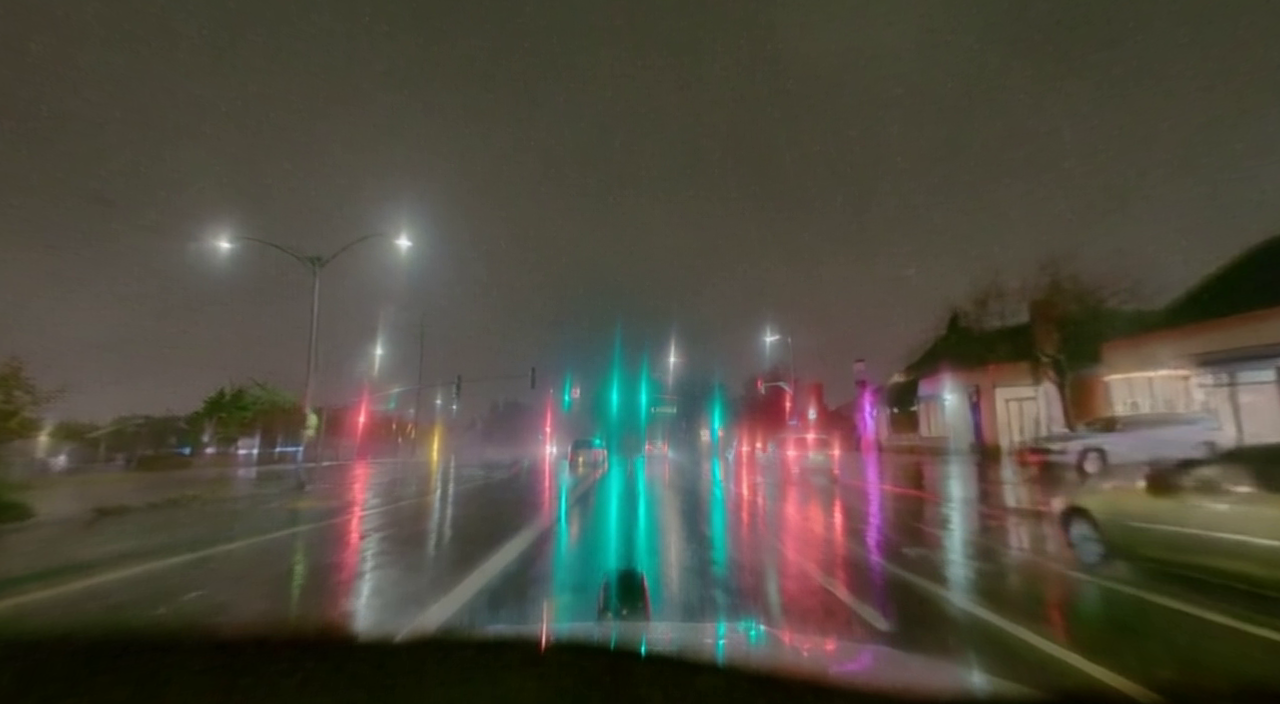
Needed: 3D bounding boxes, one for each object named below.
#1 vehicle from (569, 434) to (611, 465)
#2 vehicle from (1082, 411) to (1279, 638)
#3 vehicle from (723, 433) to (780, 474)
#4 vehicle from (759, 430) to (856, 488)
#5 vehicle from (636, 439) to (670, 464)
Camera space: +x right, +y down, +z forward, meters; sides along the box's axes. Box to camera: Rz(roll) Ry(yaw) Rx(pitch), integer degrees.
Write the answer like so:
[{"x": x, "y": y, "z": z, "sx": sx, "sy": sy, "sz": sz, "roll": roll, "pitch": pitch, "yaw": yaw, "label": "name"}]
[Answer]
[{"x": -3.019, "y": 6.007, "z": 38.882, "sx": 2.150, "sy": 1.779, "sz": 4.423, "roll": 0, "pitch": -8, "yaw": 1, "label": "vehicle"}, {"x": 5.753, "y": 1.295, "z": 4.781, "sx": 1.955, "sy": 1.679, "sz": 3.890, "roll": 0, "pitch": -7, "yaw": 0, "label": "vehicle"}, {"x": 5.867, "y": 5.361, "z": 33.894, "sx": 2.112, "sy": 1.966, "sz": 4.642, "roll": 0, "pitch": -7, "yaw": -1, "label": "vehicle"}, {"x": 5.673, "y": 3.641, "z": 22.036, "sx": 2.069, "sy": 1.776, "sz": 4.797, "roll": 0, "pitch": -7, "yaw": 0, "label": "vehicle"}, {"x": 0.763, "y": 6.407, "z": 40.676, "sx": 2.075, "sy": 1.480, "sz": 3.920, "roll": 0, "pitch": -8, "yaw": -1, "label": "vehicle"}]
